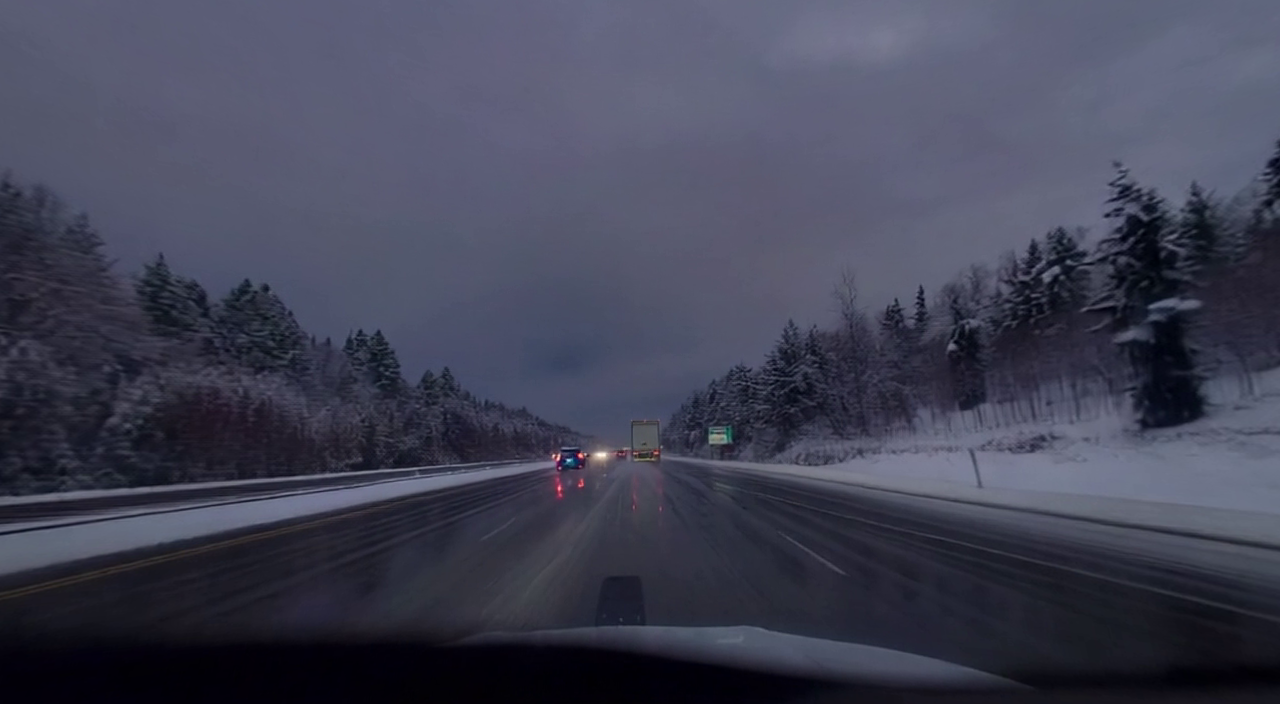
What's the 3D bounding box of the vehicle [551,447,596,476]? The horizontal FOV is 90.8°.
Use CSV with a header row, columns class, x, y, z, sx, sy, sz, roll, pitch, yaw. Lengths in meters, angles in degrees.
class,x,y,z,sx,sy,sz,roll,pitch,yaw
vehicle,-3.810,6.363,36.928,1.999,1.533,4.870,-1,-9,2
